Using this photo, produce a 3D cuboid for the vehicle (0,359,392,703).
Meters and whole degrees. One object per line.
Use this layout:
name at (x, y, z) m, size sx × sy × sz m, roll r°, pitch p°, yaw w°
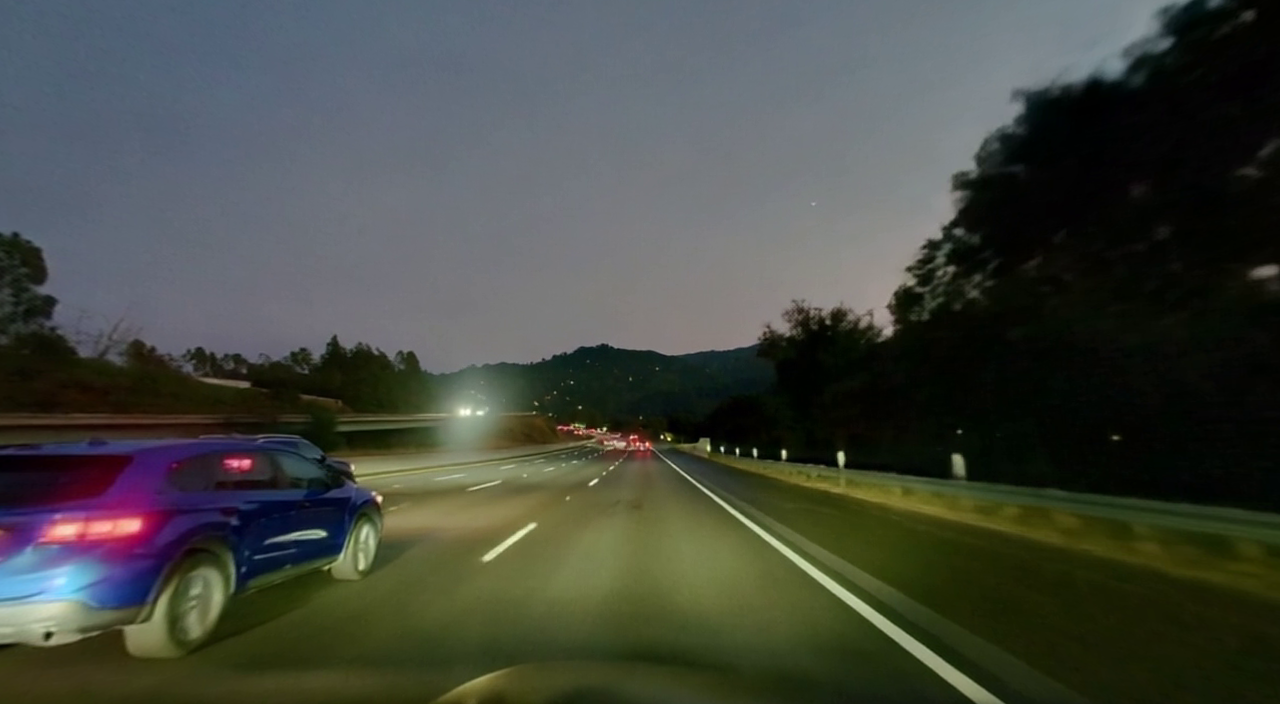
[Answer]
vehicle at (-3.552, 1.129, 4.235) m, size 1.983 × 1.663 × 4.290 m, roll 0°, pitch -9°, yaw 0°
